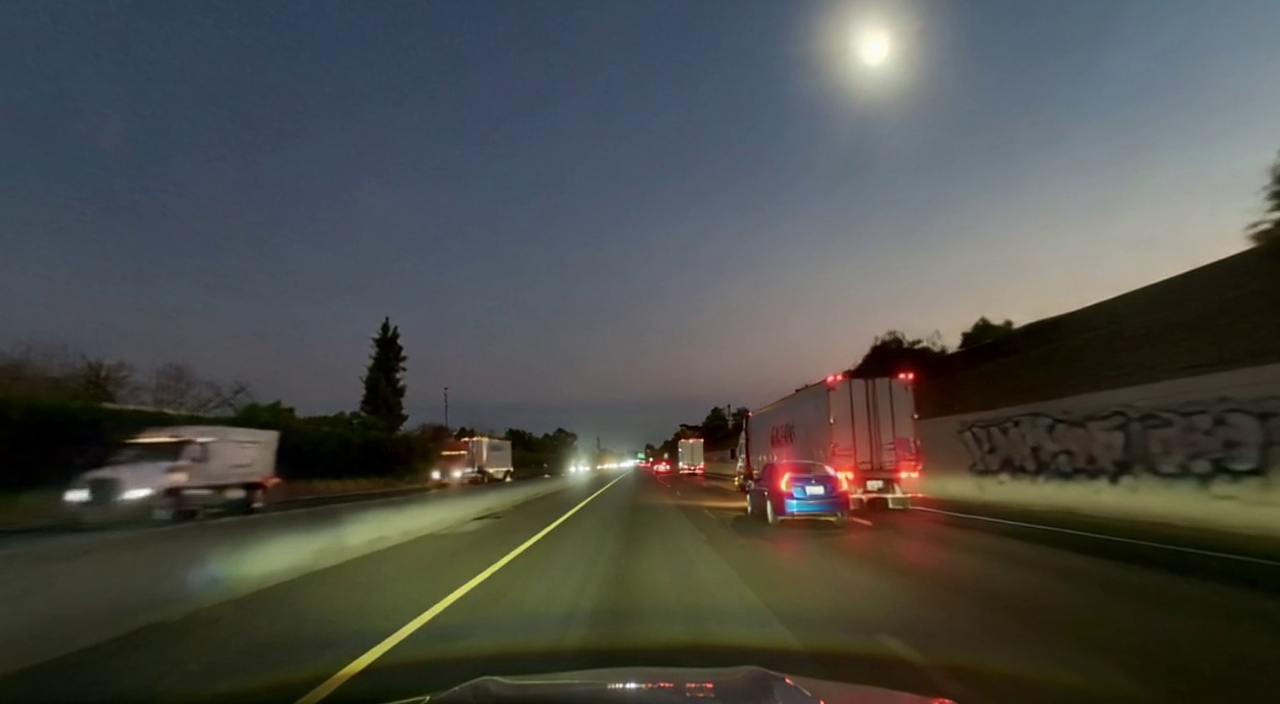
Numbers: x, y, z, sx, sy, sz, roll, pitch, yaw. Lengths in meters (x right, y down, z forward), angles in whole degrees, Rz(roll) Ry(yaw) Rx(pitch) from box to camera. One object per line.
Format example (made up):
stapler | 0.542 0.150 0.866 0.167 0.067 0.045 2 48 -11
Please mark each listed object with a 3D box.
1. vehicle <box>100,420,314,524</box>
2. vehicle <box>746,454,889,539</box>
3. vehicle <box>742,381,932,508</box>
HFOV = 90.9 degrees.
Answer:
vehicle | -16.250 4.621 24.576 2.940 3.381 7.262 0 -10 1
vehicle | 3.676 3.089 13.802 2.011 1.574 3.512 0 -11 -1
vehicle | 7.627 4.458 28.587 3.298 4.017 16.824 1 -10 0
